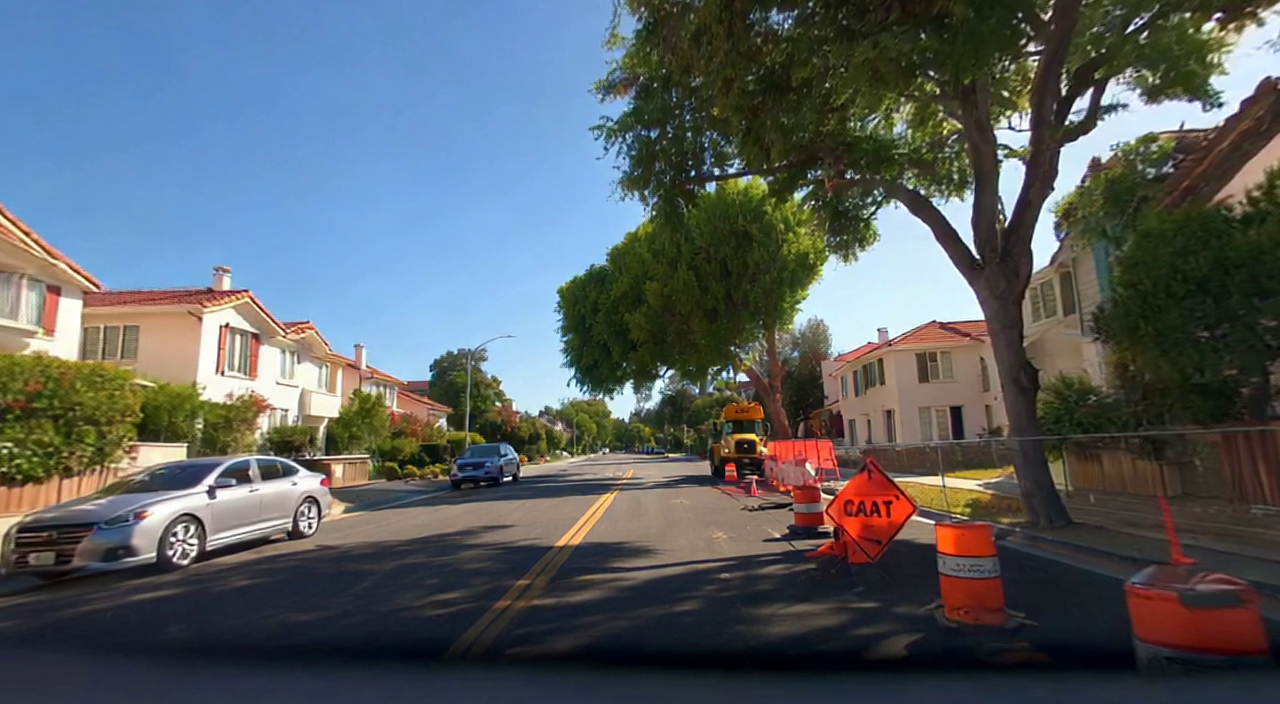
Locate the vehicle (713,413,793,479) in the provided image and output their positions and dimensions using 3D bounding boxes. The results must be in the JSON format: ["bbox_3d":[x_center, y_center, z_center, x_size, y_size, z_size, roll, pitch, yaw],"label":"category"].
[{"bbox_3d":[4.777,4.064,27.291,2.501,2.613,3.505,1,-9,-6],"label":"vehicle"}]

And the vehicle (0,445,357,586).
[{"bbox_3d":[-6.430,2.194,9.541,1.974,1.479,4.888,-1,-8,1],"label":"vehicle"}]

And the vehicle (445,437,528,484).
[{"bbox_3d":[-6.319,4.509,26.594,2.220,1.765,4.799,-1,-8,1],"label":"vehicle"}]
